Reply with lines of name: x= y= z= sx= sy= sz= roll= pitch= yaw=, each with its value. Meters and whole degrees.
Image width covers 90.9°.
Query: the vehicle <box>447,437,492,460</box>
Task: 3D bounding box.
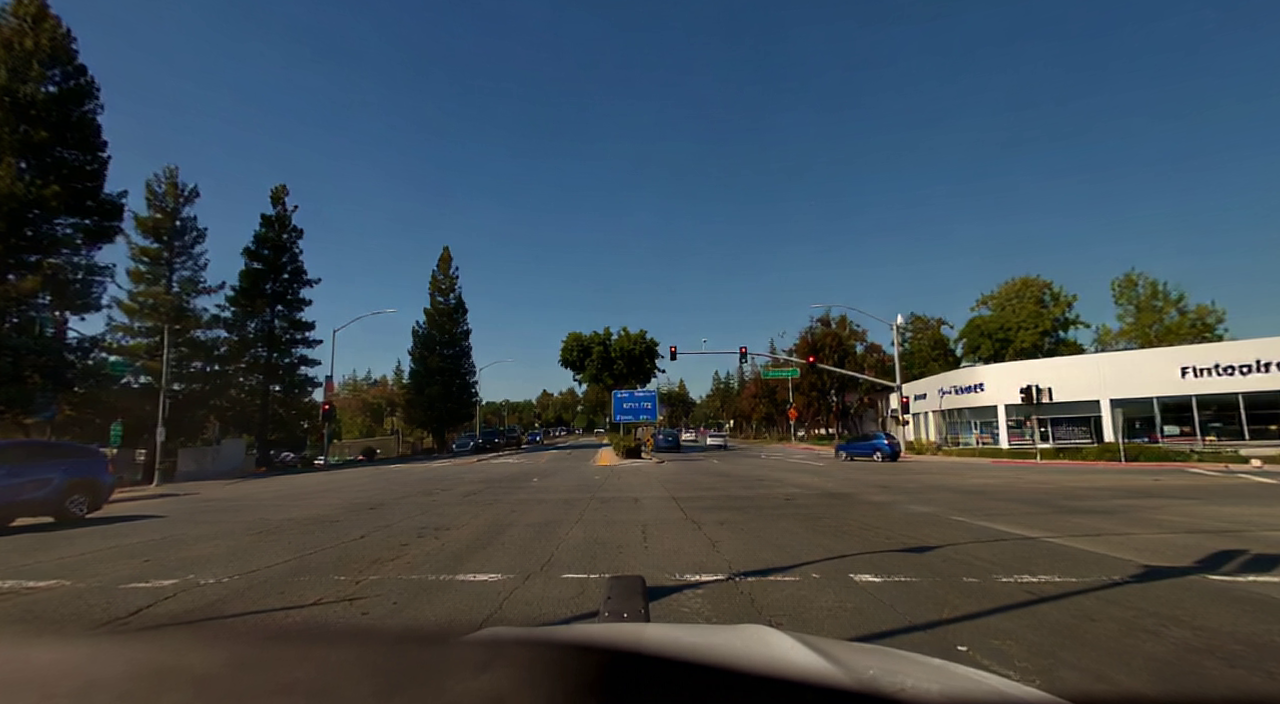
vehicle: x=-11.771 y=6.688 z=43.892 sx=2.111 sy=1.499 sz=4.371 roll=0 pitch=-9 yaw=-3

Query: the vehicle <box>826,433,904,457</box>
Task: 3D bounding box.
vehicle: x=14.619 y=6.068 z=41.184 sx=1.781 sy=1.448 sz=4.560 roll=6 pitch=-11 yaw=-36

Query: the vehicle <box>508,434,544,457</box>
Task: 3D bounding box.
vehicle: x=-8.067 y=6.662 z=45.081 sx=1.920 sy=1.546 sz=4.086 roll=0 pitch=-9 yaw=-1
